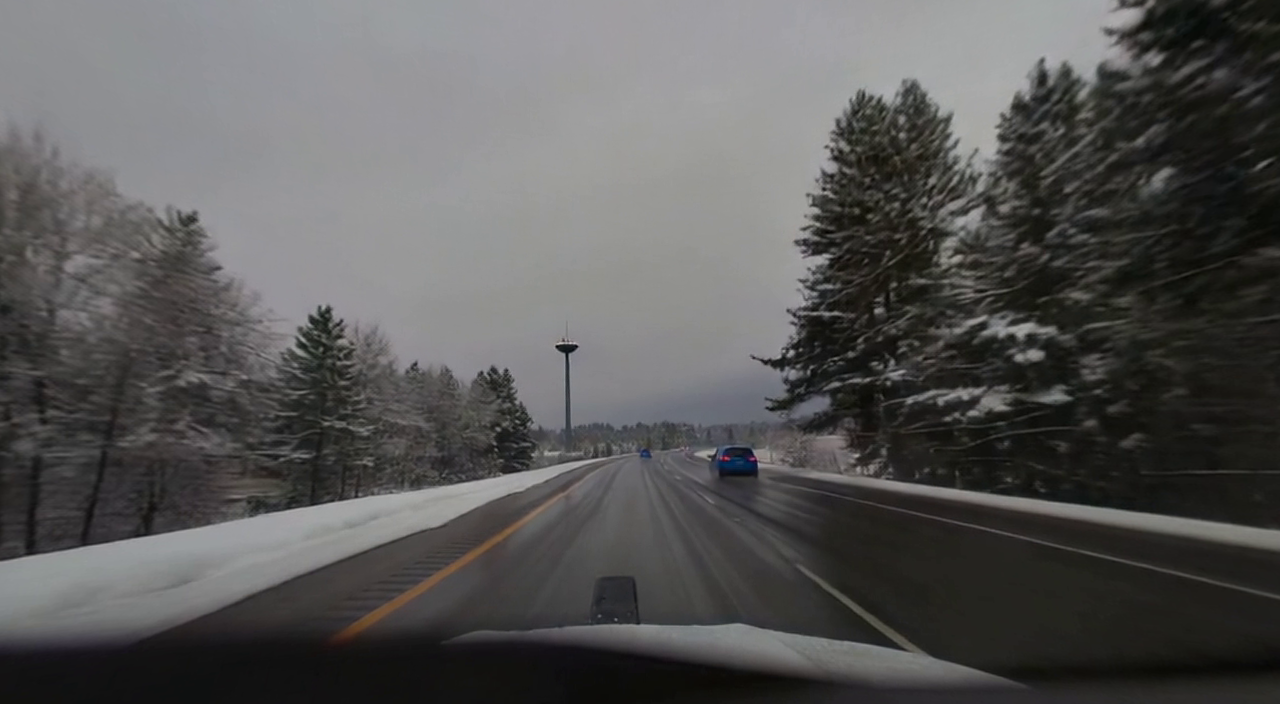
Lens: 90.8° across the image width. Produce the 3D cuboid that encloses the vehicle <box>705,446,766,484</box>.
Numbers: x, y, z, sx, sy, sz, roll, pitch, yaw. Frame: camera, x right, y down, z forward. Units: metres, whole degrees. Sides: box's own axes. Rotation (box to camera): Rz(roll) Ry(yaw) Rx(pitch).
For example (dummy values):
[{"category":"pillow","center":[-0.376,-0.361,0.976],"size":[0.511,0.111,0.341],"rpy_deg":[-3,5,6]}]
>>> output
[{"category":"vehicle","center":[4.164,4.973,28.138],"size":[2.030,1.526,4.165],"rpy_deg":[0,-8,0]}]
